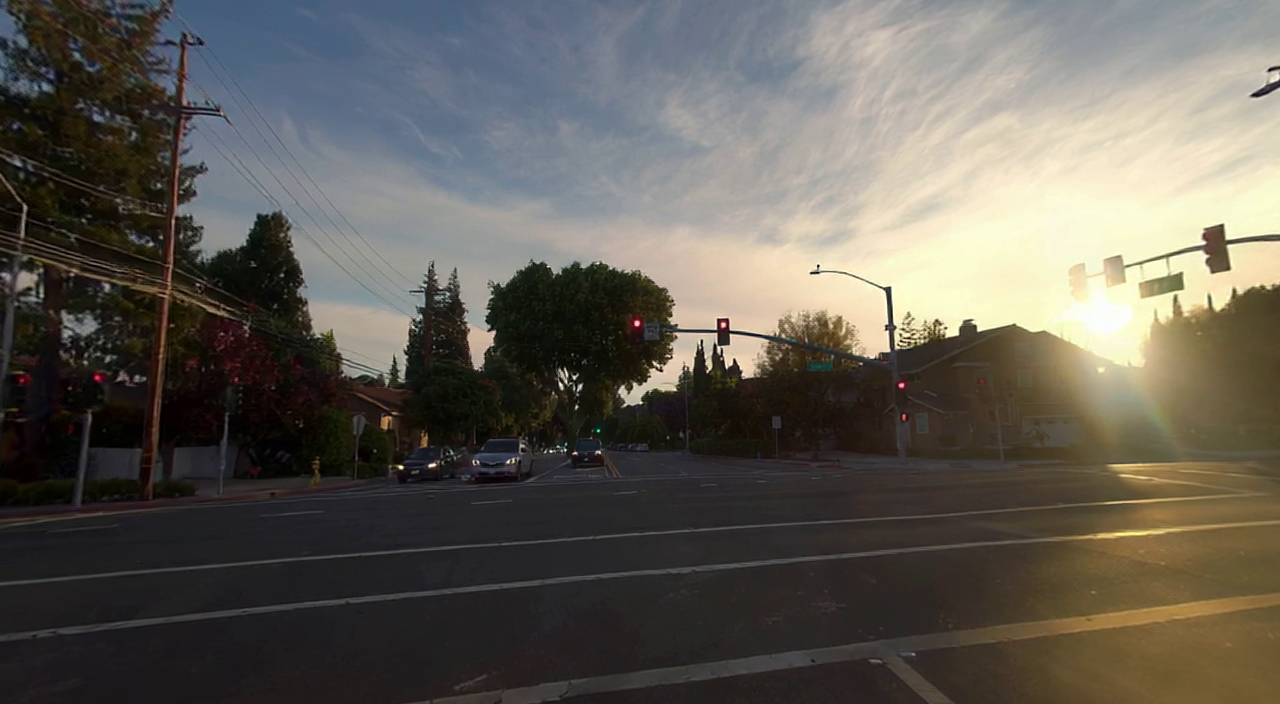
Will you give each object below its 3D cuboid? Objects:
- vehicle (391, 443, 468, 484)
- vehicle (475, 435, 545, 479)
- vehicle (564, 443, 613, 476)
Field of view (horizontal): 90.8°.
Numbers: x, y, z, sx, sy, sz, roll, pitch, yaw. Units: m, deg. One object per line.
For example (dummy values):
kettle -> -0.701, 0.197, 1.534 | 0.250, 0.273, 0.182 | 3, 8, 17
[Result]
vehicle -> -10.173, 5.390, 30.983 | 2.241, 1.819, 4.690 | 0, -9, -1
vehicle -> -6.400, 5.226, 31.763 | 2.479, 1.977, 5.254 | 0, -9, -1
vehicle -> -2.419, 5.215, 30.925 | 2.174, 1.477, 4.805 | 0, -9, -2
